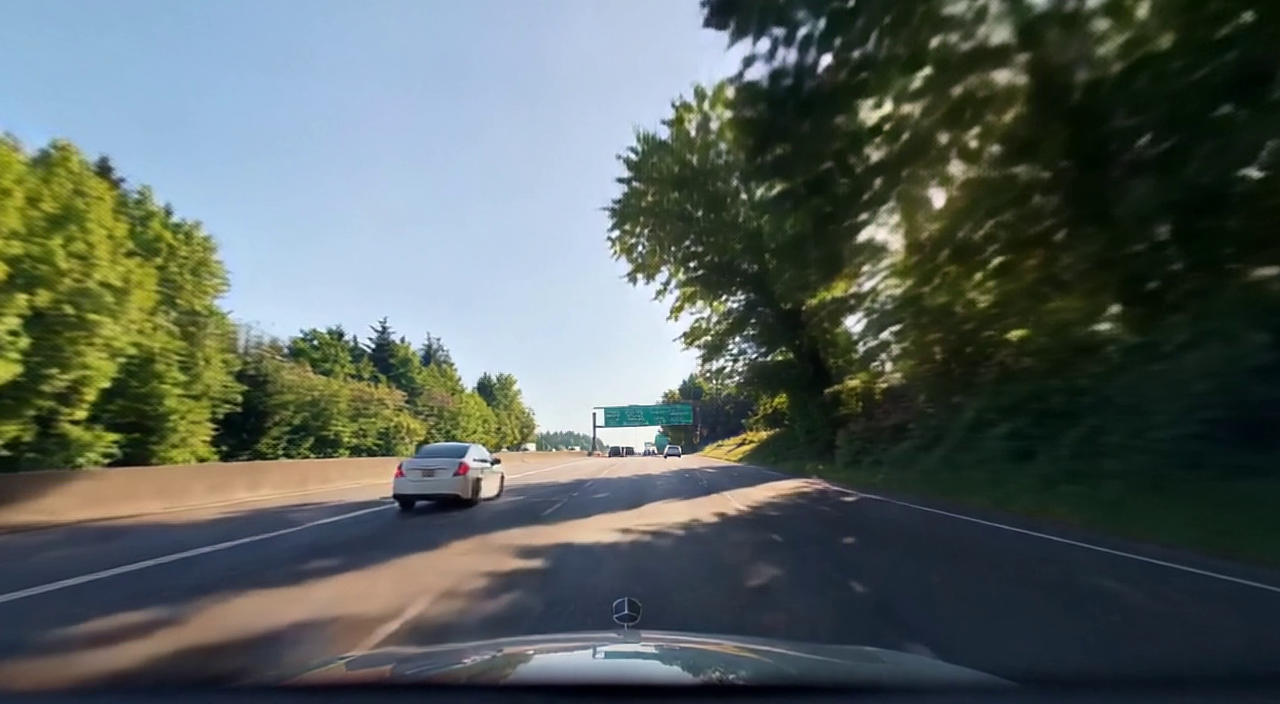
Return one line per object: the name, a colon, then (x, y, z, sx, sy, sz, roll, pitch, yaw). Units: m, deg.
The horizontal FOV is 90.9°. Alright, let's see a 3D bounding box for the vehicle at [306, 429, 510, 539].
vehicle: (-3.732, 2.193, 11.082, 1.936, 1.545, 4.116, 0, -9, 1)
